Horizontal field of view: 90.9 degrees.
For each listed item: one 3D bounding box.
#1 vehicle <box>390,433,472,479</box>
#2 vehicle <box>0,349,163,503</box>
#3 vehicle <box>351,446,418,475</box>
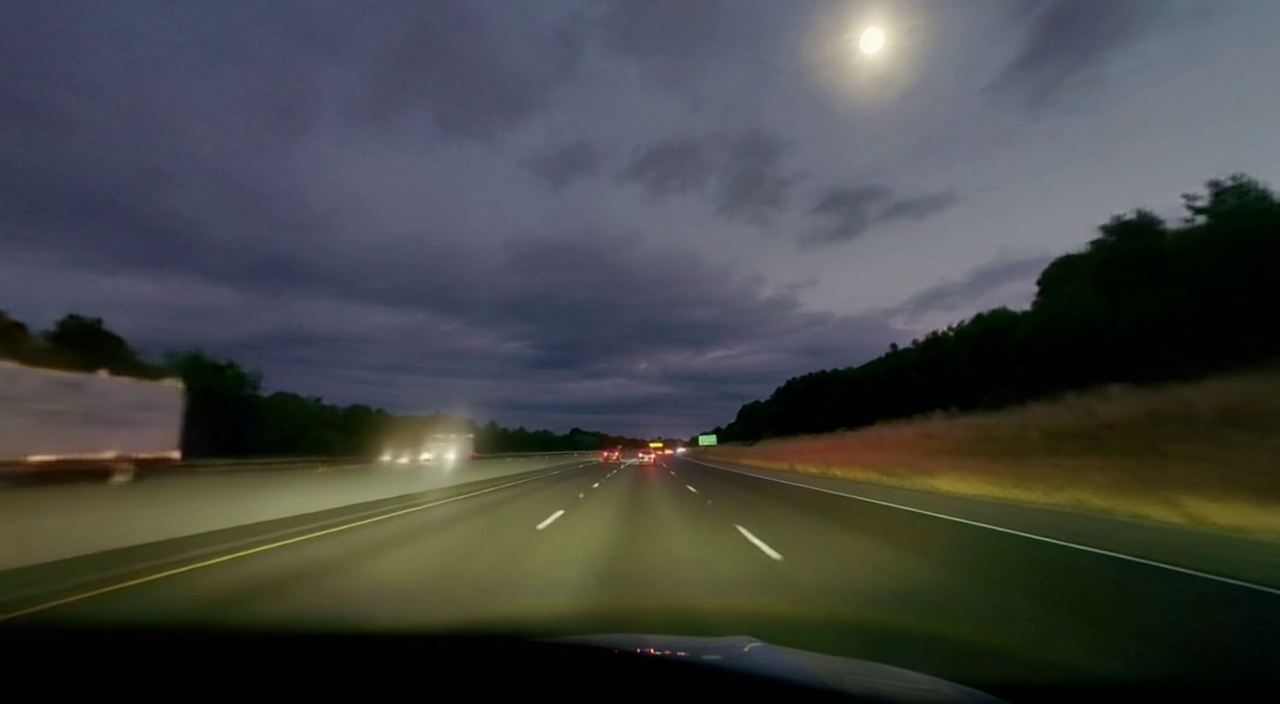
[{"bbox_3d":[-11.159,5.608,34.218,2.570,2.297,5.211,0,-9,1],"label":"vehicle"},{"bbox_3d":[-18.791,1.761,15.476,2.883,4.113,14.175,0,-9,1],"label":"vehicle"},{"bbox_3d":[-15.014,6.397,37.338,2.001,1.634,4.519,0,-9,1],"label":"vehicle"}]
